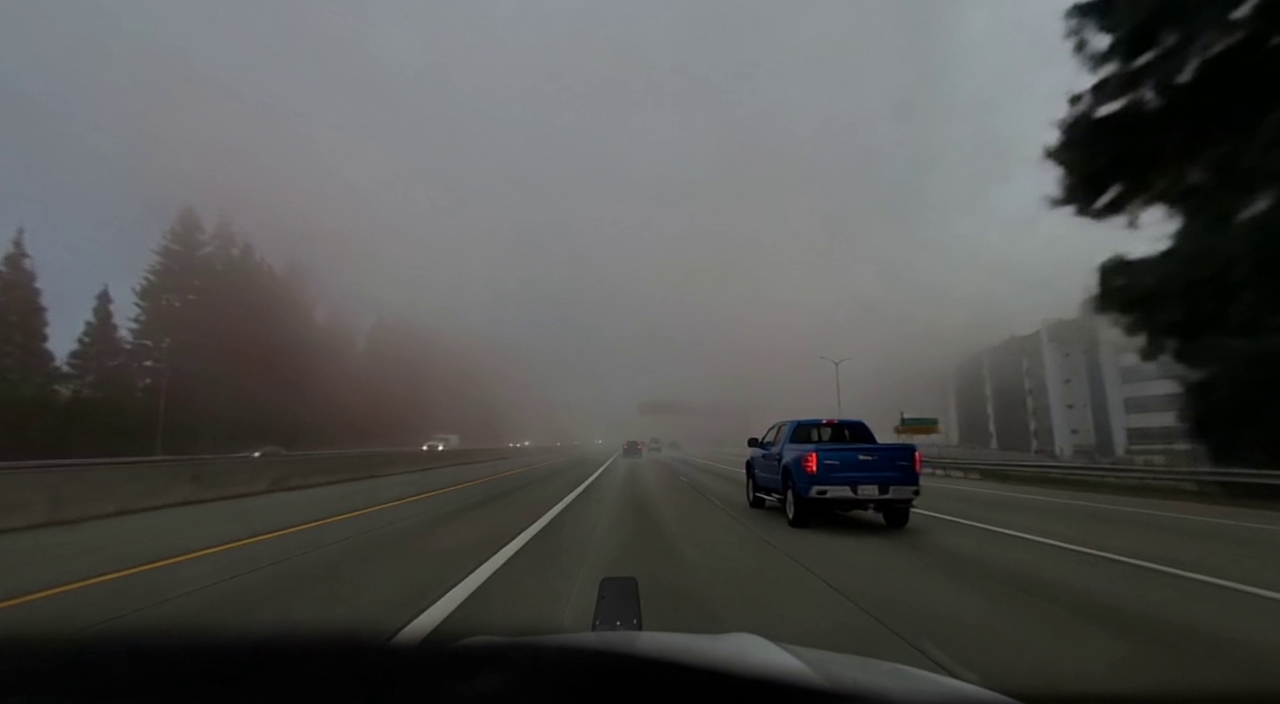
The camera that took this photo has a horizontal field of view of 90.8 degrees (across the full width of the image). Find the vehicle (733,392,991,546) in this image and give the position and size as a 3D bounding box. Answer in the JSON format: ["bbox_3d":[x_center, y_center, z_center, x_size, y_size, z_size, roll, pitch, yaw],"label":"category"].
[{"bbox_3d":[3.231,1.850,10.604,2.462,1.984,4.718,0,-8,-2],"label":"vehicle"}]
